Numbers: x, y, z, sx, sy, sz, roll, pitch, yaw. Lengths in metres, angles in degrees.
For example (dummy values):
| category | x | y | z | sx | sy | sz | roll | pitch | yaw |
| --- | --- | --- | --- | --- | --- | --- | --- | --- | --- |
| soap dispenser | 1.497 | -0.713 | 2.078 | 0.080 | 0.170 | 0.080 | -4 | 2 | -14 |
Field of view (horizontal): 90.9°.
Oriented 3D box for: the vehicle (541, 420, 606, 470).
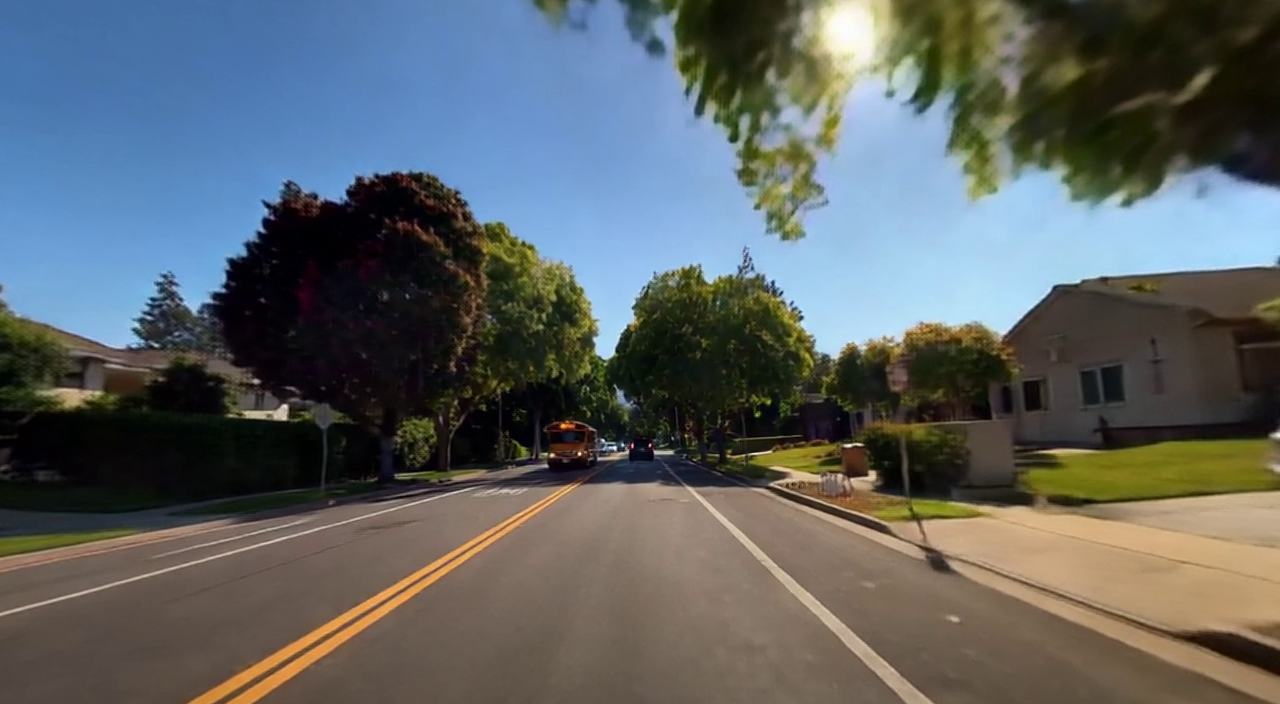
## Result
| category | x | y | z | sx | sy | sz | roll | pitch | yaw |
| --- | --- | --- | --- | --- | --- | --- | --- | --- | --- |
| vehicle | -4.028 | 5.962 | 40.450 | 2.966 | 2.818 | 9.113 | 0 | -8 | 2 |
